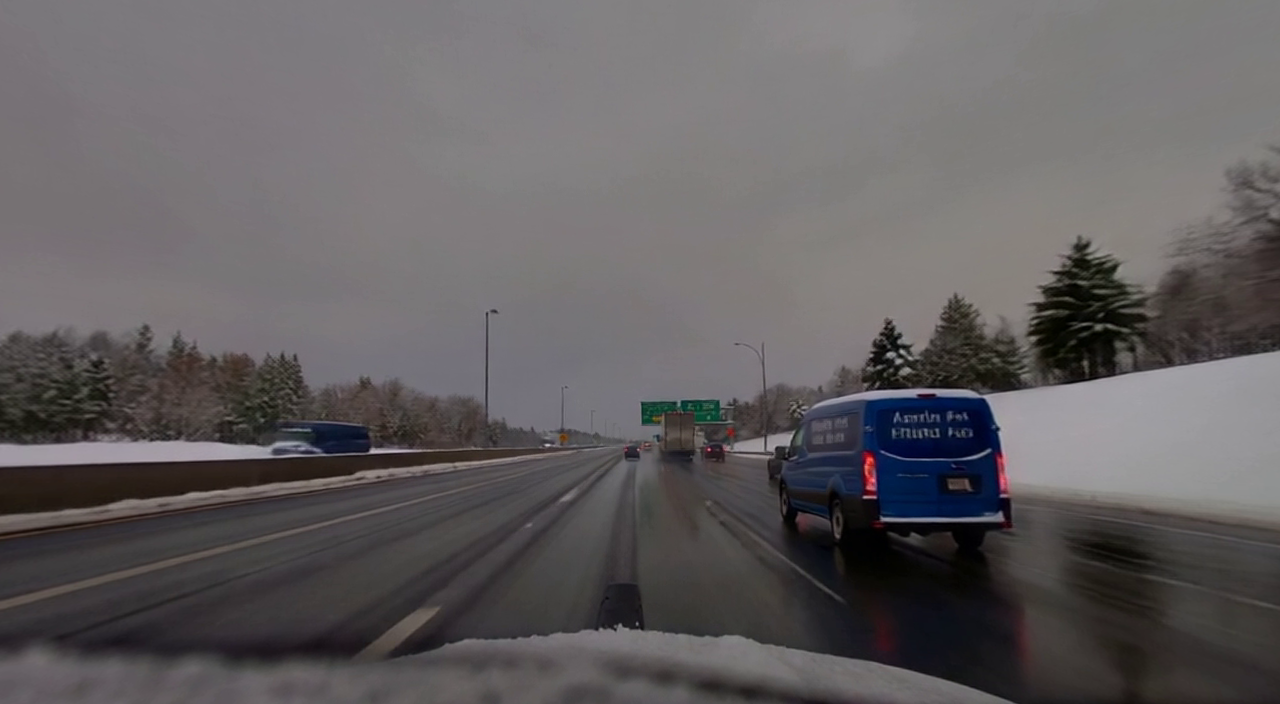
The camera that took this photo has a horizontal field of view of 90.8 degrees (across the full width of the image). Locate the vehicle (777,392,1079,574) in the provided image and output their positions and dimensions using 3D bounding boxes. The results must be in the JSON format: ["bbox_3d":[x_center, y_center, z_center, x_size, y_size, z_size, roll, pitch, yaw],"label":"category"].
[{"bbox_3d":[3.629,1.766,9.283,2.035,1.931,4.841,0,-9,-1],"label":"vehicle"}]
